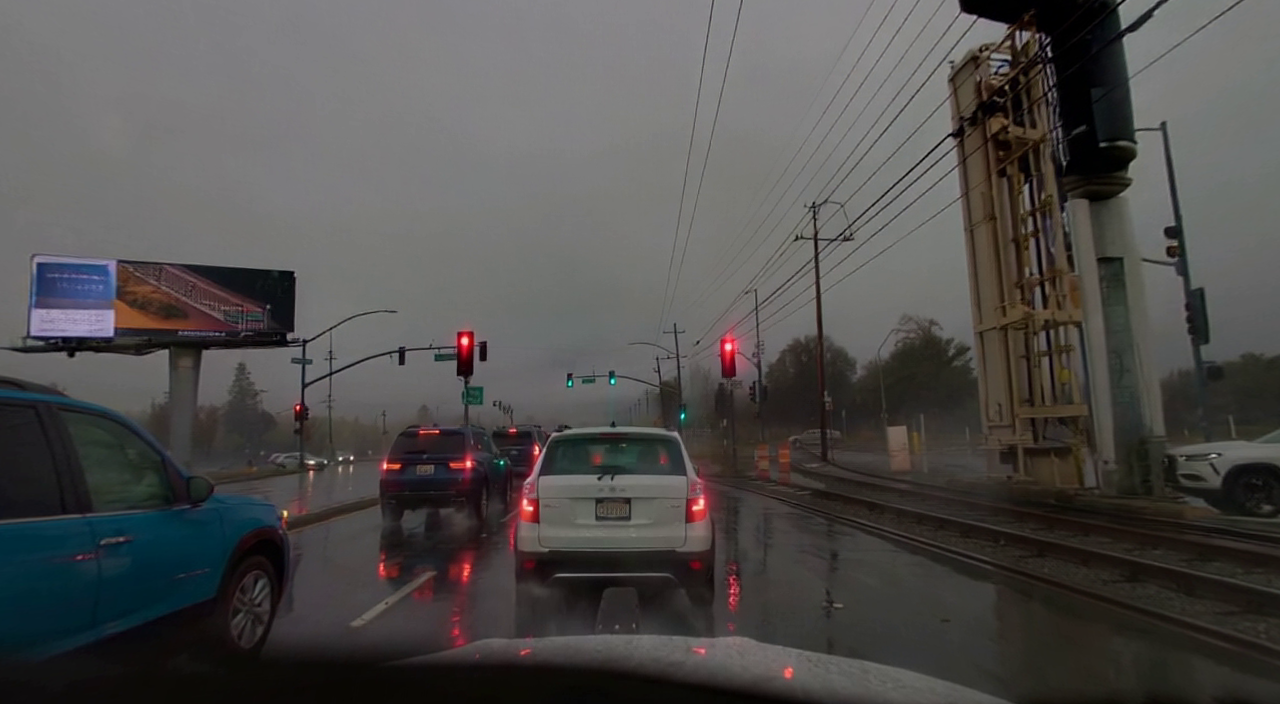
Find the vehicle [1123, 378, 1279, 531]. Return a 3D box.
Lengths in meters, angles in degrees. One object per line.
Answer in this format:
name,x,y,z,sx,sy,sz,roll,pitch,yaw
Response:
vehicle,9.614,1.318,8.211,5.060,1.702,2.033,1,-9,-4

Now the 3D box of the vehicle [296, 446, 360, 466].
vehicle,-24.213,8.073,49.096,4.357,1.444,1.842,-3,-9,19

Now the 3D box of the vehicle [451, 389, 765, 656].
vehicle,-0.212,1.381,6.009,2.025,1.723,3.644,0,-9,0

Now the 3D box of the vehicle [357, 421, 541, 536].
vehicle,-3.153,2.188,11.519,1.988,1.678,4.317,0,-9,0

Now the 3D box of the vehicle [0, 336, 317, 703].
vehicle,-3.933,0.875,3.049,2.052,1.814,5.184,0,-9,-1
